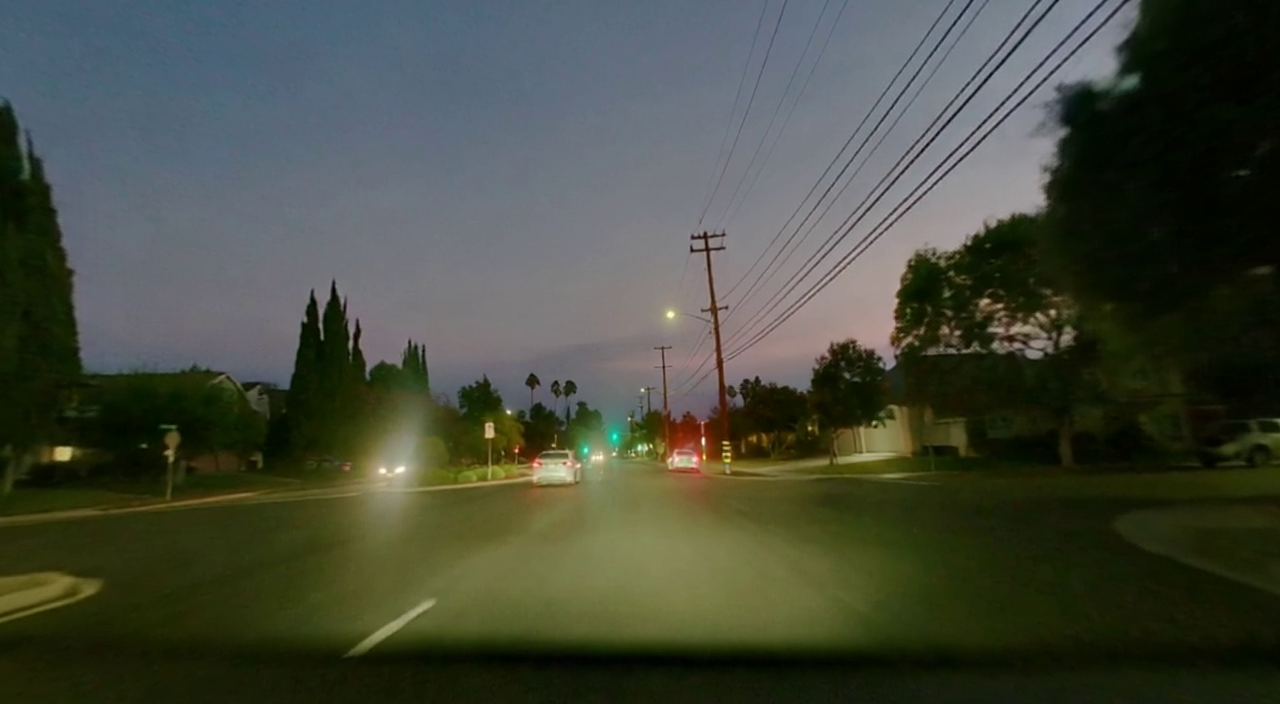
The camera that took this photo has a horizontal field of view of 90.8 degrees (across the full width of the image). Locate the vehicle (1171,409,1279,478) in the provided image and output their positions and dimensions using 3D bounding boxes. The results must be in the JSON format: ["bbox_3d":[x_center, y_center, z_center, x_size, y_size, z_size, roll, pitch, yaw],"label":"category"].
[{"bbox_3d":[23.976,3.250,23.493,6.003,2.088,2.658,-5,-7,-2],"label":"vehicle"}]

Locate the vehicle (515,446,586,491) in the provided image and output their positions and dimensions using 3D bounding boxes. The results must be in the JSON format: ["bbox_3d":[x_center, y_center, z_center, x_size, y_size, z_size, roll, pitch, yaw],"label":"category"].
[{"bbox_3d":[-3.219,4.298,23.670,2.041,1.471,4.602,0,-9,-1],"label":"vehicle"}]

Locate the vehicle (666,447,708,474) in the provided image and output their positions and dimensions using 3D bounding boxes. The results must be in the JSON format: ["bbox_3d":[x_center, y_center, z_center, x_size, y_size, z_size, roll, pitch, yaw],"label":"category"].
[{"bbox_3d":[2.760,6.546,38.335,2.074,1.450,4.621,0,-9,-2],"label":"vehicle"}]

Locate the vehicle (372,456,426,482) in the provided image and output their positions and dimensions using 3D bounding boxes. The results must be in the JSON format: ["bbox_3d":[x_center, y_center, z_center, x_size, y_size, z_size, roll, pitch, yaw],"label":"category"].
[{"bbox_3d":[-16.132,7.818,42.482,2.143,1.524,4.408,0,-9,-4],"label":"vehicle"}]
